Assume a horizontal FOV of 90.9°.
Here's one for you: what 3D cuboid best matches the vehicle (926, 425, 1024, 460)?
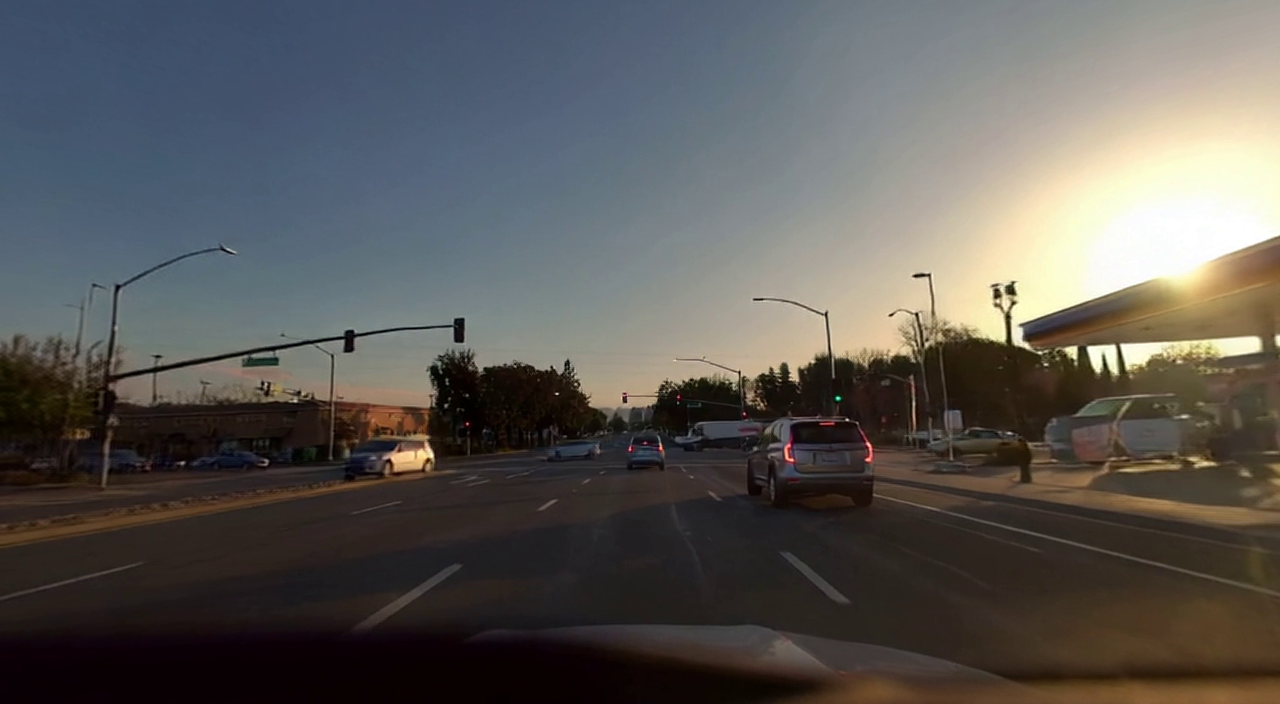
[{"bbox_3d":[16.933,4.596,31.995,3.848,1.674,1.887,0,-9,2],"label":"vehicle"}]

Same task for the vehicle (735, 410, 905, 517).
[{"bbox_3d":[3.344,2.185,12.778,2.083,1.779,4.347,0,-8,-1],"label":"vehicle"}]

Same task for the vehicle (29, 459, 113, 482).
[{"bbox_3d":[-44.067,9.182,48.873,4.574,1.666,1.865,0,-8,-3],"label":"vehicle"}]

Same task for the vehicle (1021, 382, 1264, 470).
[{"bbox_3d":[16.241,2.462,20.661,5.790,2.675,2.554,1,-9,-4],"label":"vehicle"}]

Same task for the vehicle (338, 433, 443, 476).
[{"bbox_3d":[-12.472,5.164,32.005,2.191,1.984,5.431,-2,-9,13],"label":"vehicle"}]

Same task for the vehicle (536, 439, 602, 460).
[{"bbox_3d":[-5.382,7.476,48.364,4.788,1.485,1.835,7,-11,-39],"label":"vehicle"}]

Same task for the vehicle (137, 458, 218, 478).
[{"bbox_3d":[-35.639,8.916,48.609,4.753,1.478,1.846,0,-8,0],"label":"vehicle"}]

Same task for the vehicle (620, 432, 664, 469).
[{"bbox_3d":[0.136,4.937,31.753,2.067,1.702,3.987,0,-8,1],"label":"vehicle"}]
